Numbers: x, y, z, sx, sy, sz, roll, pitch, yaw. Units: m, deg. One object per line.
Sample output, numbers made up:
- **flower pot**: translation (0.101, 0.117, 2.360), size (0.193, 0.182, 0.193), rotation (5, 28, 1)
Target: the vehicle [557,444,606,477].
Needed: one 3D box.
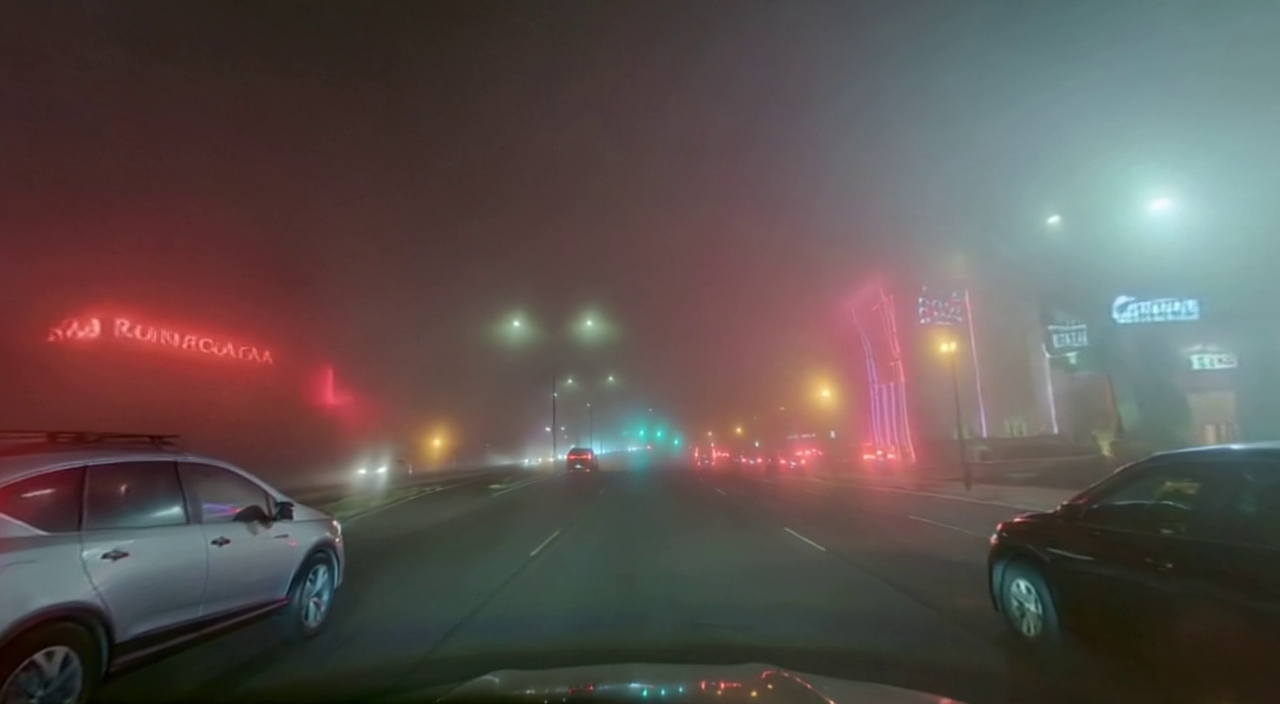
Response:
- **vehicle**: translation (-2.856, 5.394, 31.705), size (1.917, 1.511, 4.436), rotation (-1, -9, 1)

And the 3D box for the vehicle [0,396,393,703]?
- **vehicle**: translation (-3.454, 1.085, 3.381), size (2.155, 1.504, 4.776), rotation (-1, -9, 2)

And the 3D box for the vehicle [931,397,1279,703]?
- **vehicle**: translation (3.323, 0.974, 2.674), size (1.981, 1.499, 4.536), rotation (0, -9, 0)

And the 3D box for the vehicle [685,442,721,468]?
- **vehicle**: translation (4.276, 7.094, 43.509), size (2.007, 1.683, 4.171), rotation (0, -9, -1)

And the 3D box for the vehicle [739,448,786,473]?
- **vehicle**: translation (7.641, 6.780, 39.726), size (1.976, 1.469, 4.576), rotation (0, -9, -1)
